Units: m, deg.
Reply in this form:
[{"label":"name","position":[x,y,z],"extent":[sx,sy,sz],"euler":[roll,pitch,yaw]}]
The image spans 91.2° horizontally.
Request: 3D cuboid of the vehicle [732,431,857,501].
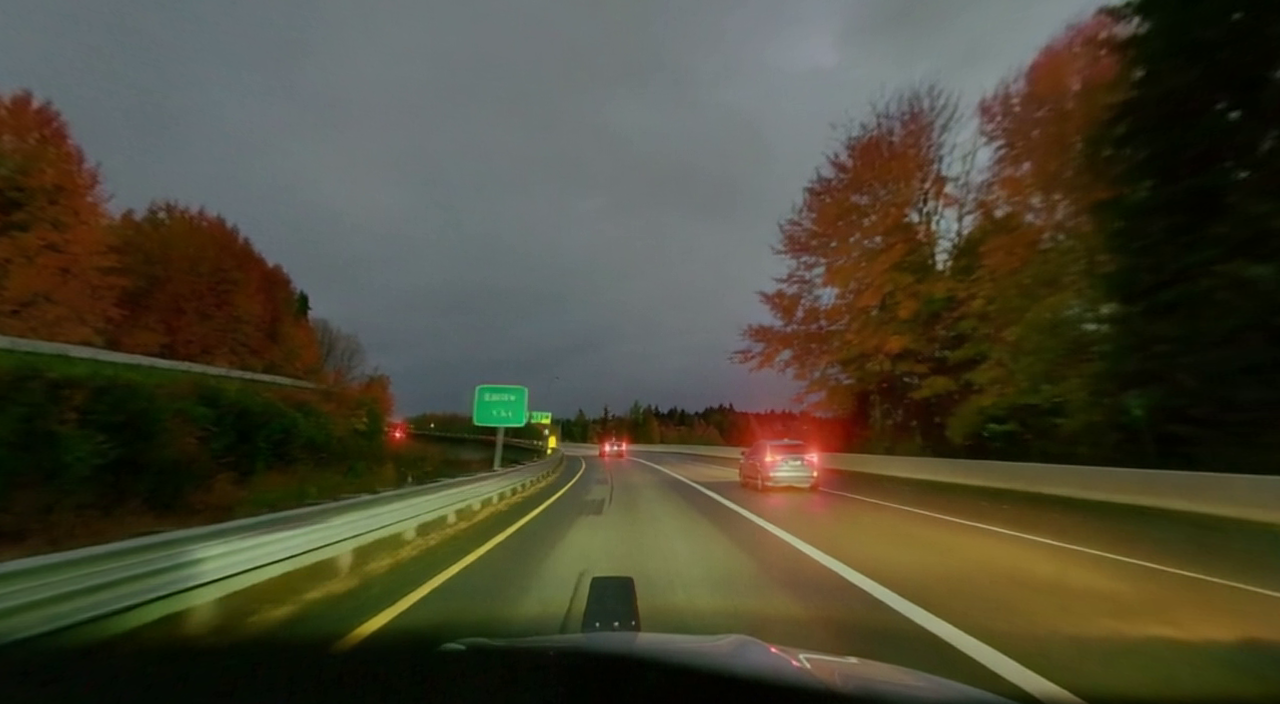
[{"label":"vehicle","position":[3.775,2.872,16.127],"extent":[1.952,1.536,4.036],"euler":[0,-9,-3]}]
